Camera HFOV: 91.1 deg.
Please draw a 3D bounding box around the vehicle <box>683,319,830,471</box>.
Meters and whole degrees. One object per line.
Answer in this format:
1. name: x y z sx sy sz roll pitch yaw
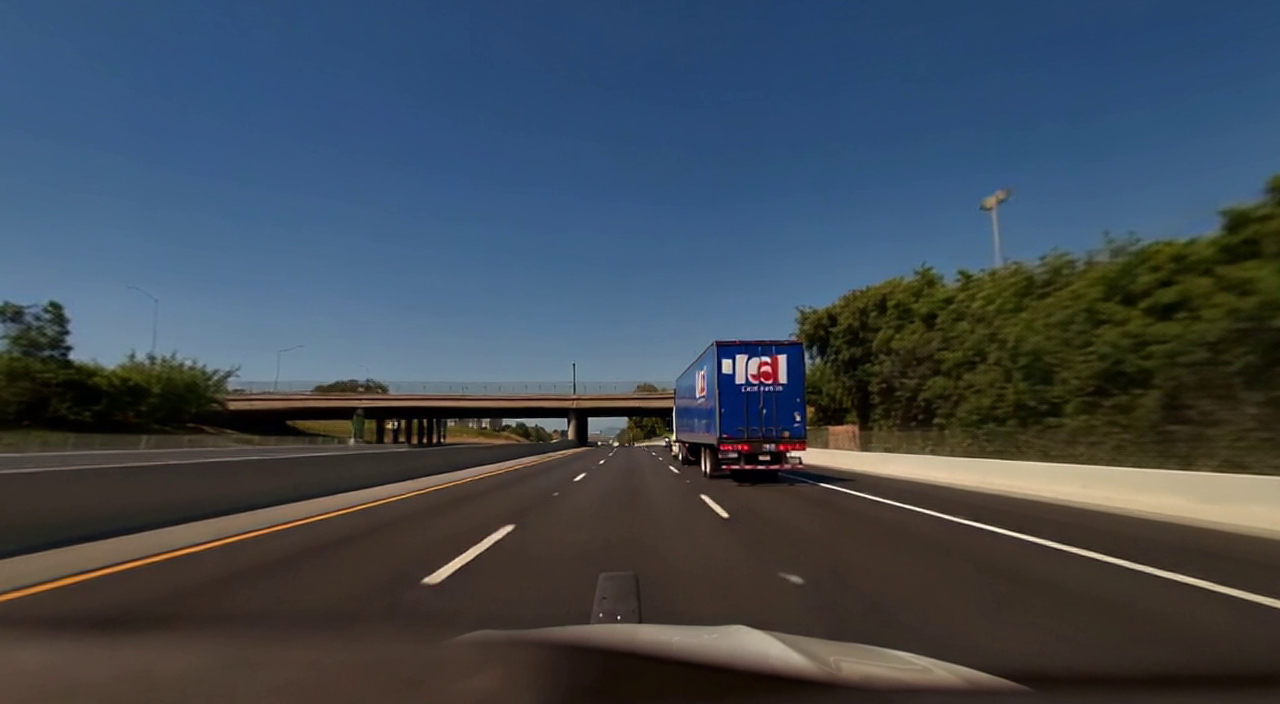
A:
1. vehicle: 3.715 2.152 24.730 3.034 4.194 14.704 0 -8 0
